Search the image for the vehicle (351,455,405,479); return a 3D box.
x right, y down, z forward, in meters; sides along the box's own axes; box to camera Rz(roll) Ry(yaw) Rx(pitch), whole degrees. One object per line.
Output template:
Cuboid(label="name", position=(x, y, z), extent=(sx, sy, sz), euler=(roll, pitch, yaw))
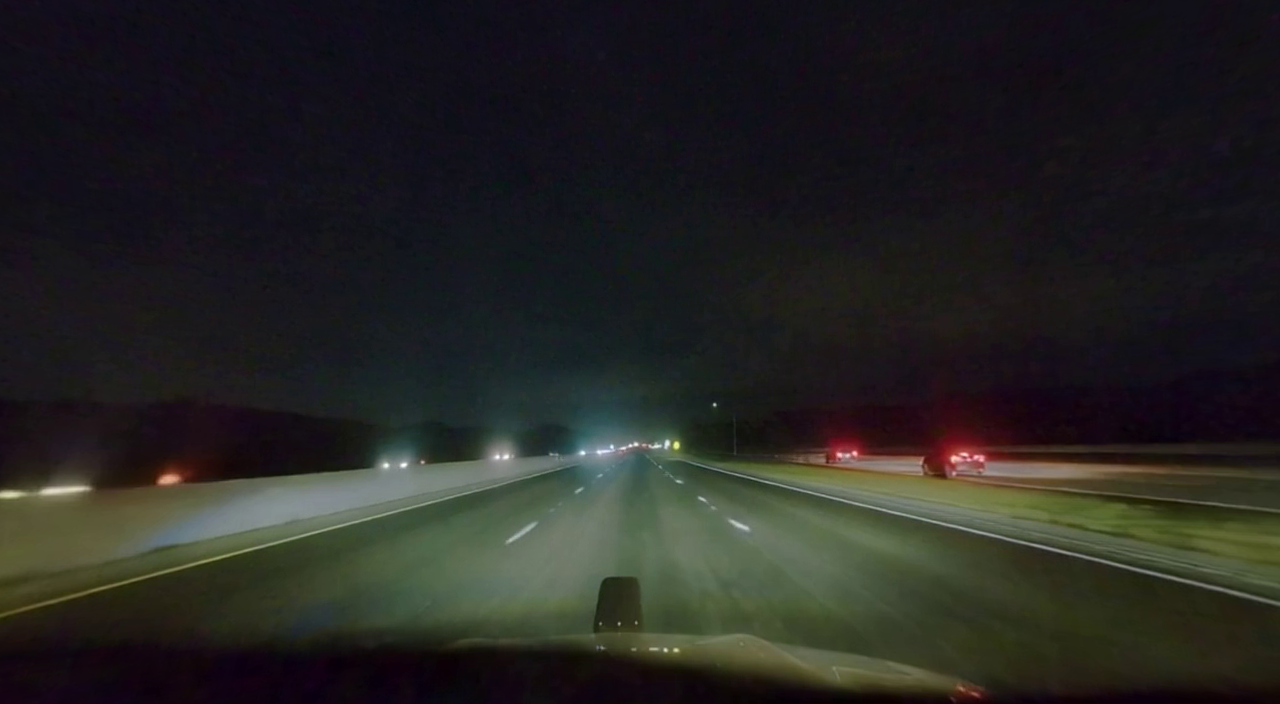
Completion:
Cuboid(label="vehicle", position=(-17.414, 7.646, 41.967), extent=(1.832, 1.486, 4.110), euler=(0, -9, 0))

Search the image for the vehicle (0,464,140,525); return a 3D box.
Cuboid(label="vehicle", position=(-17.473, 4.077, 18.461), extent=(1.802, 1.467, 4.590), euler=(0, -9, -1))
